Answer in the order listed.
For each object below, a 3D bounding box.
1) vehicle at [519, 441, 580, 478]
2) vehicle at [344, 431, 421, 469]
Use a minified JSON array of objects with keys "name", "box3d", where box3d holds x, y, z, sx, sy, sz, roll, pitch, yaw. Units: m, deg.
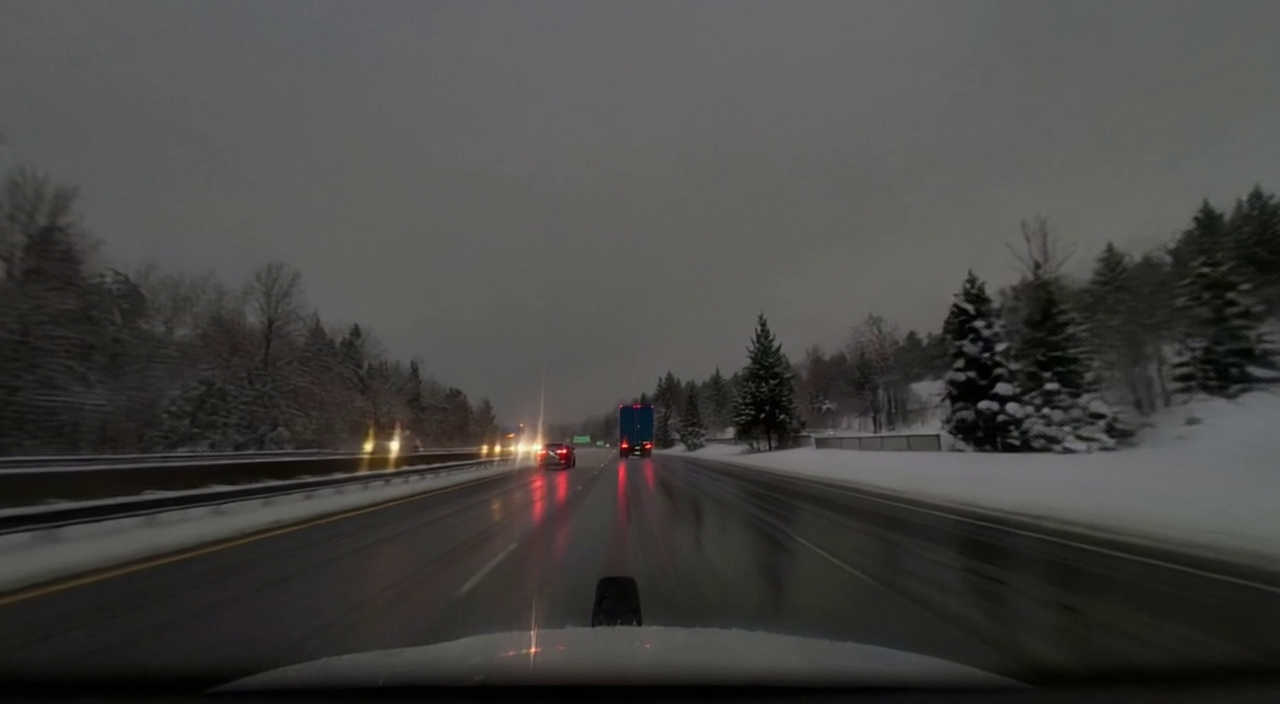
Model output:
[{"name":"vehicle","box3d":[-3.951,4.801,28.205,2.057,1.519,4.372,0,-9,0]},{"name":"vehicle","box3d":[-13.416,5.151,33.001,2.054,1.840,4.734,0,-9,0]}]
